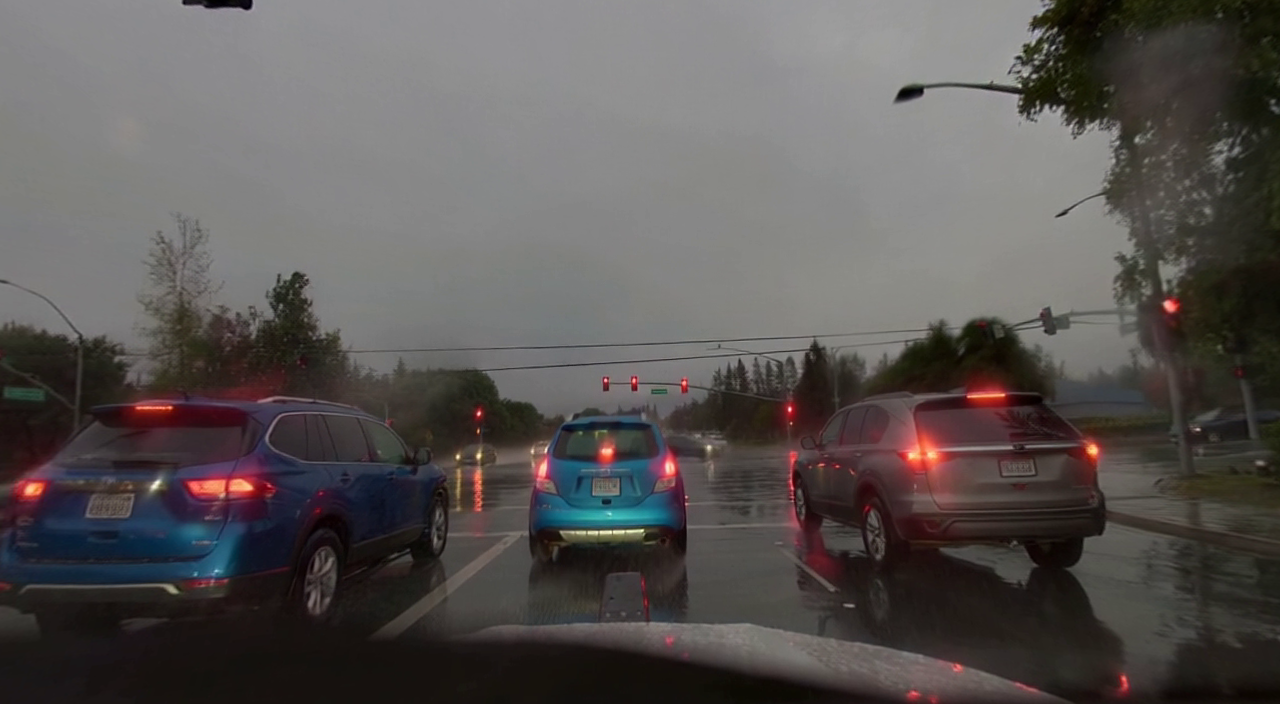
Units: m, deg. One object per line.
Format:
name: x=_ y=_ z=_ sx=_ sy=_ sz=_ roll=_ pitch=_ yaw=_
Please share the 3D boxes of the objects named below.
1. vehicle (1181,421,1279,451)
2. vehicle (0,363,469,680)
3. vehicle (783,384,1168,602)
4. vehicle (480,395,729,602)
vehicle: x=32.798 y=4.651 z=34.757 sx=4.175 sy=1.634 sz=1.877 roll=1 pitch=-8 yaw=-4
vehicle: x=-3.273 y=1.285 z=5.895 sx=2.047 sy=1.810 sz=4.414 roll=0 pitch=-8 yaw=1
vehicle: x=3.272 y=1.485 z=7.509 sx=2.083 sy=1.779 sz=4.532 roll=0 pitch=-8 yaw=0
vehicle: x=-0.235 y=1.513 z=7.316 sx=2.067 sy=1.702 sz=3.987 roll=0 pitch=-8 yaw=2
